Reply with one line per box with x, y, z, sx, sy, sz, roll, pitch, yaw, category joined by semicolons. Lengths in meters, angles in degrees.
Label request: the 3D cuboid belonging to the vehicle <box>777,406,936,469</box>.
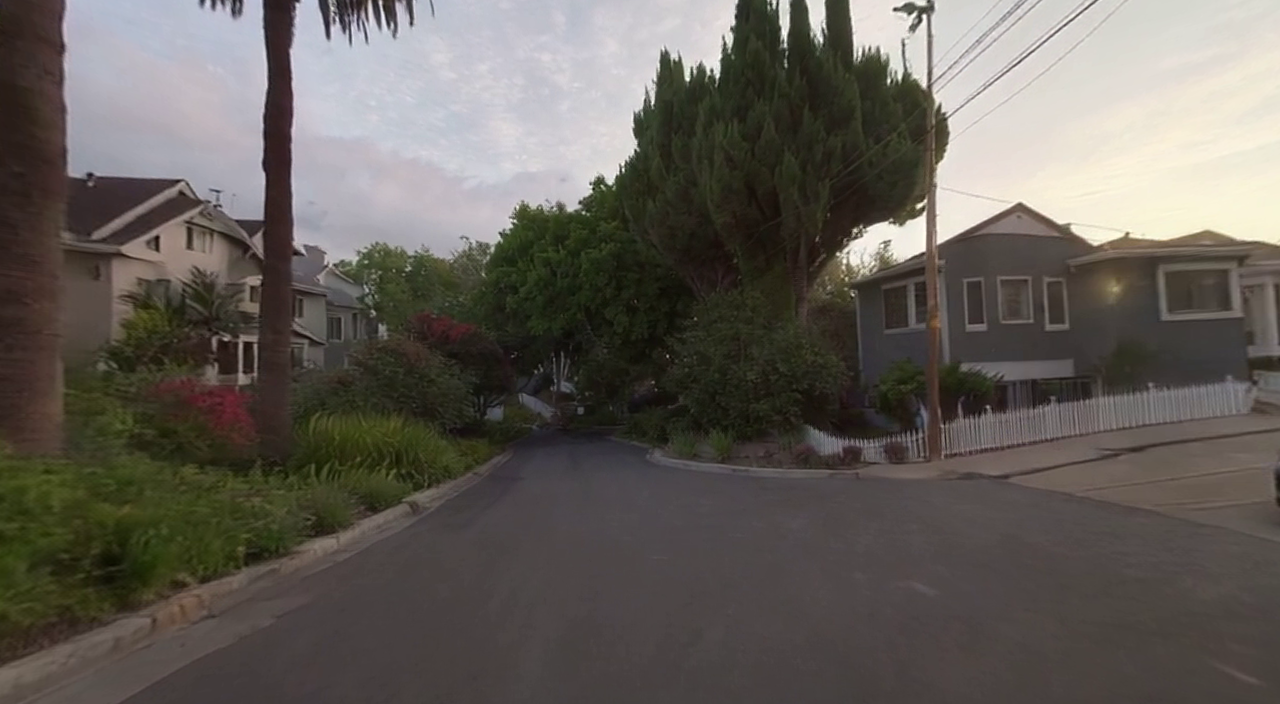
8.129;3.250;23.543;5.663;1.913;2.170;7;-10;-24;vehicle
